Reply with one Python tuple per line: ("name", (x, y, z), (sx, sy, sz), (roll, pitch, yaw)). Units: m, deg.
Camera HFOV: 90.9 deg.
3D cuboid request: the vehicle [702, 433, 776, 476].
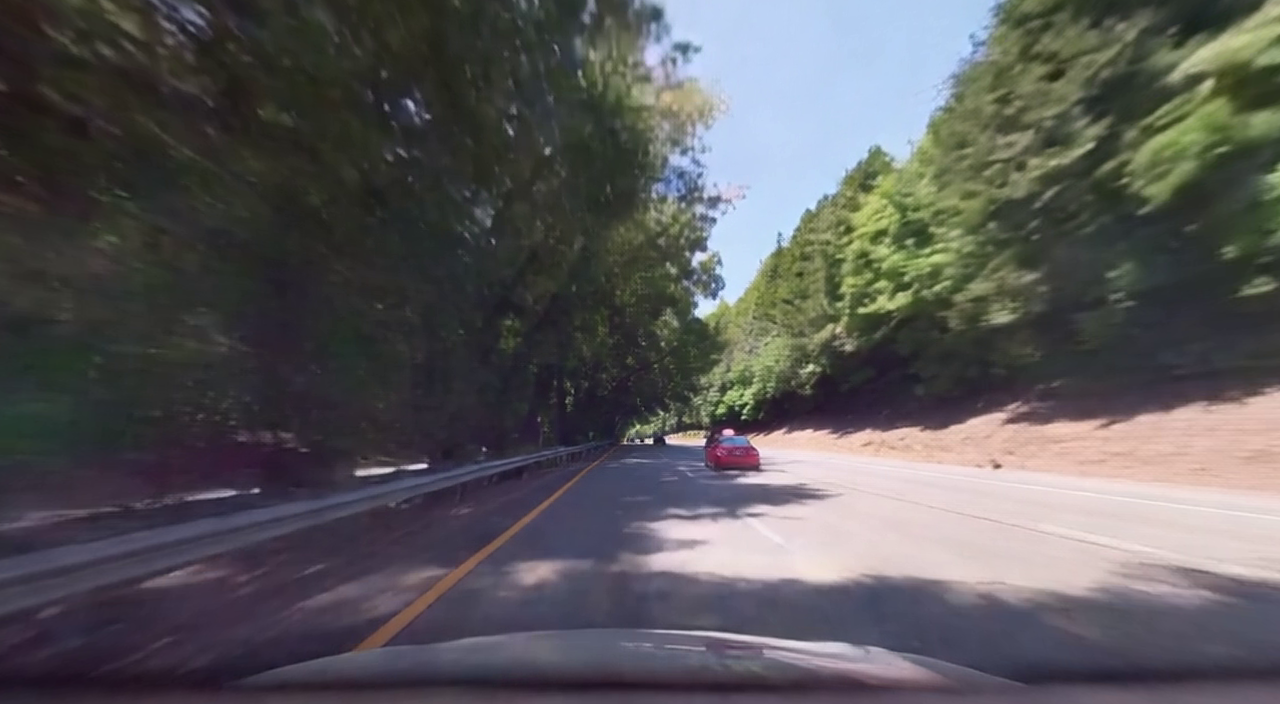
("vehicle", (3.725, 3.947, 24.531), (2.017, 1.502, 4.369), (0, -8, -2))
